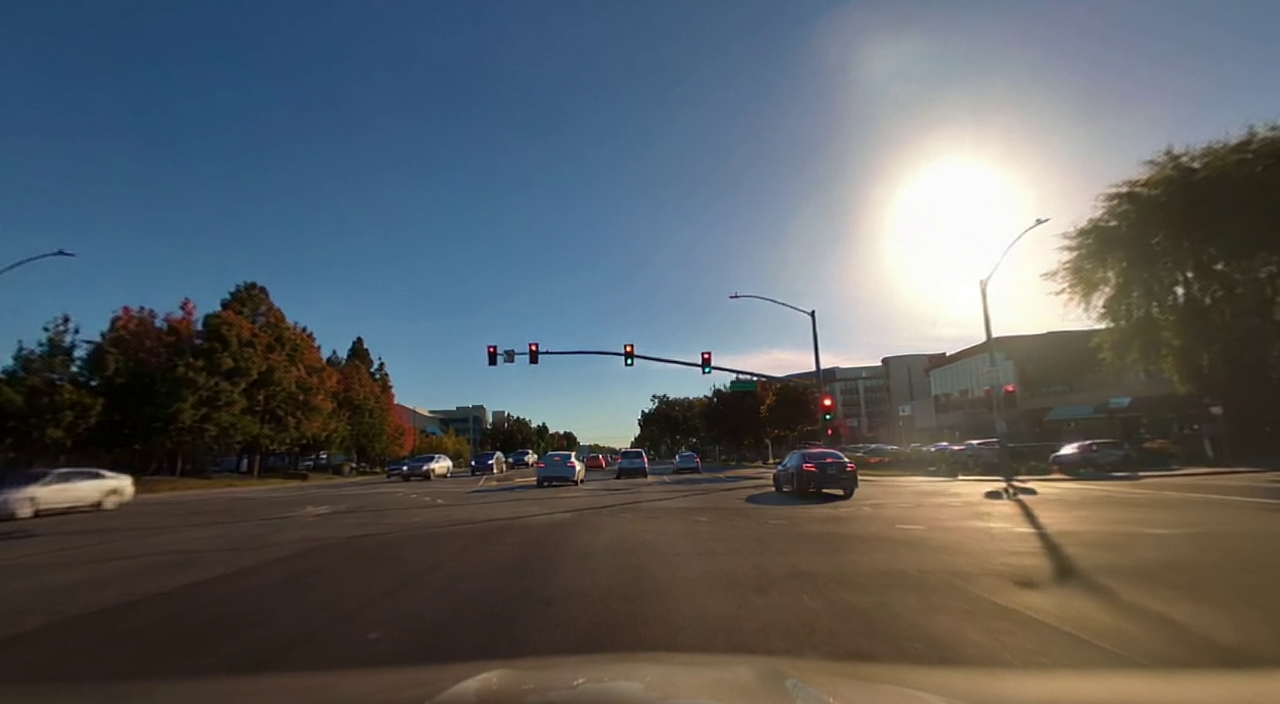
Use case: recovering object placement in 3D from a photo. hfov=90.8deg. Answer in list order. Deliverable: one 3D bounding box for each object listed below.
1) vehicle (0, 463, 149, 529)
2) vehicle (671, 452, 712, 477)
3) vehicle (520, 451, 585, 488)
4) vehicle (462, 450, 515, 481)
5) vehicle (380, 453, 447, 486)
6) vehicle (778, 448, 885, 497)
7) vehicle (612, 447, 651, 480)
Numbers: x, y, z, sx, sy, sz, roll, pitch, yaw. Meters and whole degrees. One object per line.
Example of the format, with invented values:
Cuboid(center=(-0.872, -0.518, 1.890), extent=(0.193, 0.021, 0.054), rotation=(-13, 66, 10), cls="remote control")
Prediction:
Cuboid(center=(-15.836, 3.760, 16.962), extent=(1.893, 1.429, 4.188), rotation=(0, -9, 1), cls="vehicle")
Cuboid(center=(3.048, 6.825, 38.477), extent=(2.014, 1.430, 4.103), rotation=(0, -9, -2), cls="vehicle")
Cuboid(center=(-3.737, 5.115, 27.818), extent=(2.163, 1.474, 4.413), rotation=(0, -9, 1), cls="vehicle")
Cuboid(center=(-8.993, 6.709, 37.735), extent=(1.929, 1.492, 4.430), rotation=(-5, -8, 1), cls="vehicle")
Cuboid(center=(-12.194, 6.336, 34.309), extent=(1.975, 1.450, 4.561), rotation=(-5, -9, -1), cls="vehicle")
Cuboid(center=(6.201, 3.941, 21.112), extent=(2.028, 1.451, 4.625), rotation=(0, -9, -2), cls="vehicle")
Cuboid(center=(-0.432, 6.185, 35.301), extent=(2.008, 1.716, 4.125), rotation=(0, -9, 0), cls="vehicle")
